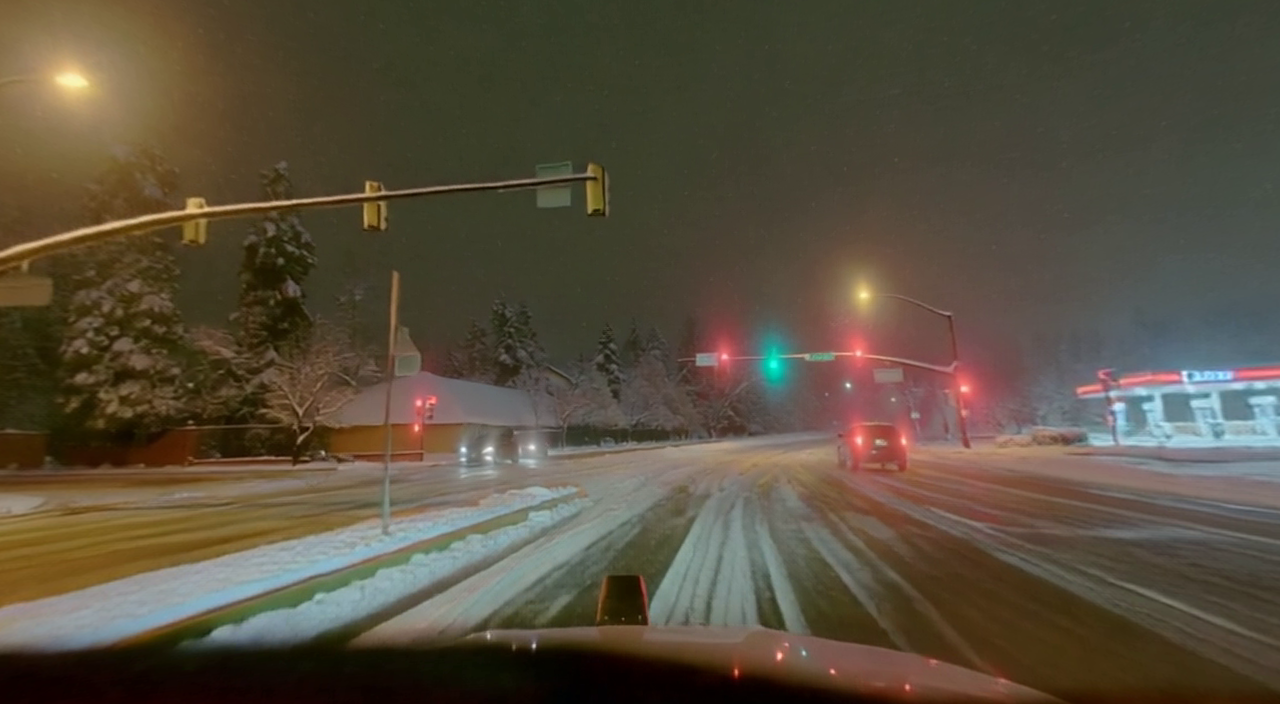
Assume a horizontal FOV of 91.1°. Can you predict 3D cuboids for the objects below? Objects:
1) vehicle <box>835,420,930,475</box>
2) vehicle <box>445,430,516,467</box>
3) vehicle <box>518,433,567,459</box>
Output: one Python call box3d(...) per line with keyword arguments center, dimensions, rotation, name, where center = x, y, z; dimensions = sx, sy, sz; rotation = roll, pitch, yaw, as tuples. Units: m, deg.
box3d(center=(8.247, 3.294, 21.779), dimensions=(2.090, 1.717, 4.063), rotation=(-1, -8, 8), name="vehicle")
box3d(center=(-8.547, 5.222, 34.070), dimensions=(2.112, 1.853, 4.516), rotation=(-2, -8, 9), name="vehicle")
box3d(center=(-6.909, 6.745, 45.076), dimensions=(2.090, 1.779, 4.697), rotation=(-2, -8, 10), name="vehicle")
